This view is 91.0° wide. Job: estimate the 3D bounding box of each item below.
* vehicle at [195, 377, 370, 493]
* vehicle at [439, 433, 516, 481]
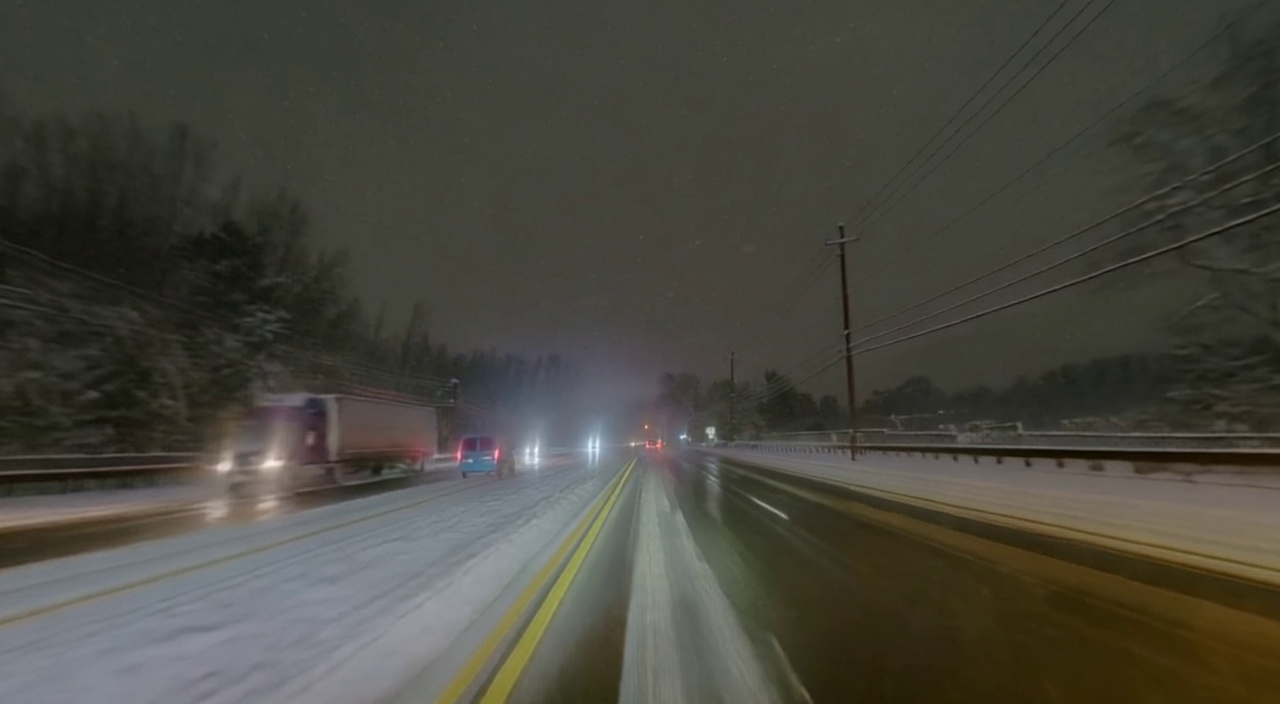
[{"bbox_3d":[-14.121,3.406,25.694,3.090,4.025,6.471,1,-8,1],"label":"vehicle"},{"bbox_3d":[-6.944,4.530,27.432,2.068,1.897,4.372,0,-8,1],"label":"vehicle"}]
